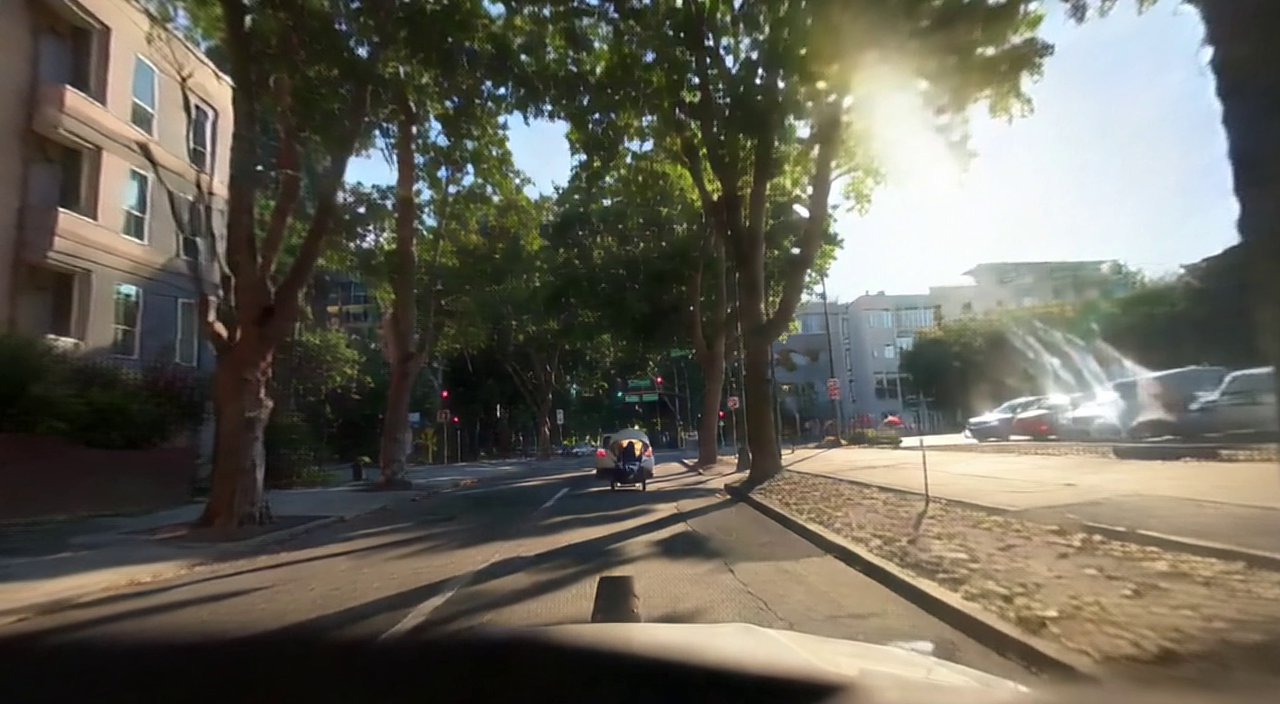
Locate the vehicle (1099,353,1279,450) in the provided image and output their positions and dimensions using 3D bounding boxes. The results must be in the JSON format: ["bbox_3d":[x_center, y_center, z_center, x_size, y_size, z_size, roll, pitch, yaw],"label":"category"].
[{"bbox_3d":[12.743,1.080,13.258,4.350,1.867,2.091,-1,-7,6],"label":"vehicle"}]

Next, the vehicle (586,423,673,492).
[{"bbox_3d":[-0.242,2.876,17.495,2.142,1.686,3.816,0,-8,1],"label":"vehicle"}]
